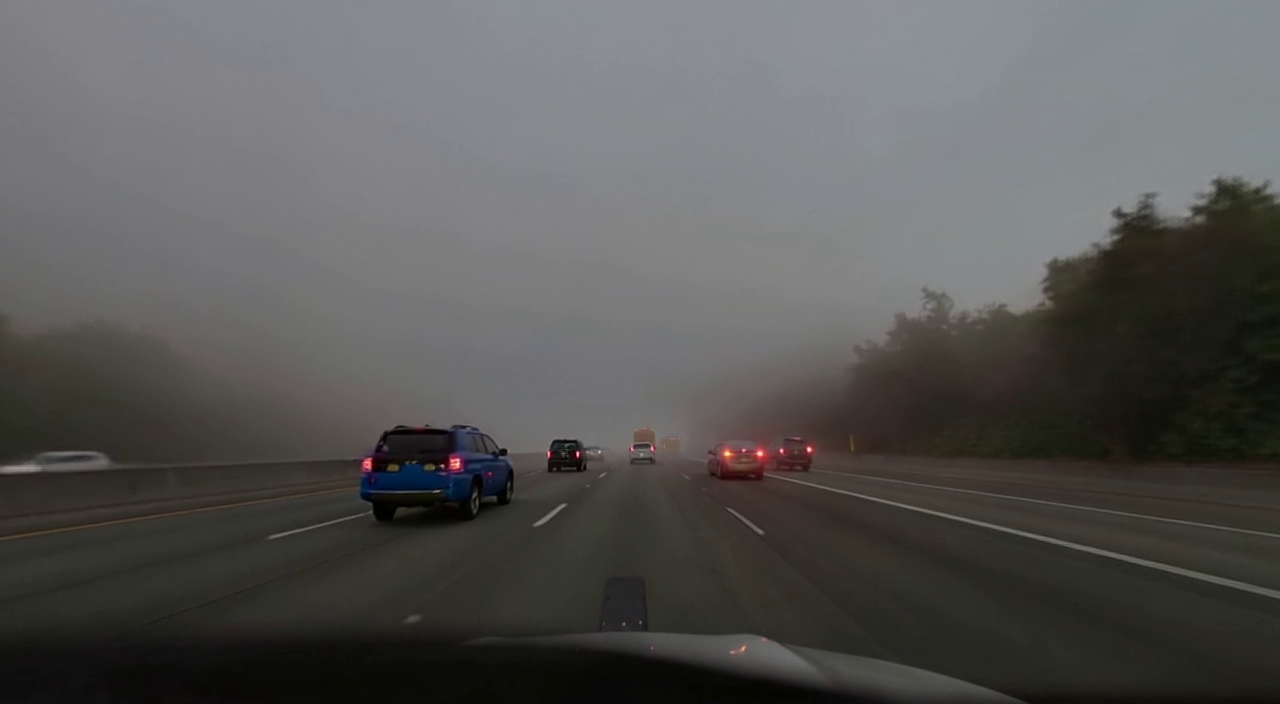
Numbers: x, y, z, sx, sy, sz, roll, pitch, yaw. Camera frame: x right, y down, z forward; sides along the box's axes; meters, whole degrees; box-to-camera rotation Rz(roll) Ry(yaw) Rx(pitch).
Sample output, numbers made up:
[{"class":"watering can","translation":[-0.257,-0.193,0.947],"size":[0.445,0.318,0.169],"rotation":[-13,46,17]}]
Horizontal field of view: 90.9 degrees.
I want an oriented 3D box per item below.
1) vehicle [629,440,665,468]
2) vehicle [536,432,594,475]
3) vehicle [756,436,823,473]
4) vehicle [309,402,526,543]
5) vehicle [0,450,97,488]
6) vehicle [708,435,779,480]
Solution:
[{"class":"vehicle","translation":[0.420,6.227,38.686],"size":[2.042,1.632,3.654],"rotation":[0,-8,0]},{"class":"vehicle","translation":[-3.497,4.823,30.199],"size":[2.155,1.843,4.567],"rotation":[0,-8,1]},{"class":"vehicle","translation":[7.980,5.515,34.228],"size":[2.191,1.807,5.692],"rotation":[0,-8,0]},{"class":"vehicle","translation":[-3.429,1.962,10.851],"size":[2.016,1.898,4.458],"rotation":[0,-8,1]},{"class":"vehicle","translation":[-26.828,5.083,27.710],"size":[1.860,1.513,4.489],"rotation":[0,-8,1]},{"class":"vehicle","translation":[4.093,4.247,25.652],"size":[2.050,1.661,4.636],"rotation":[0,-8,-1]}]
